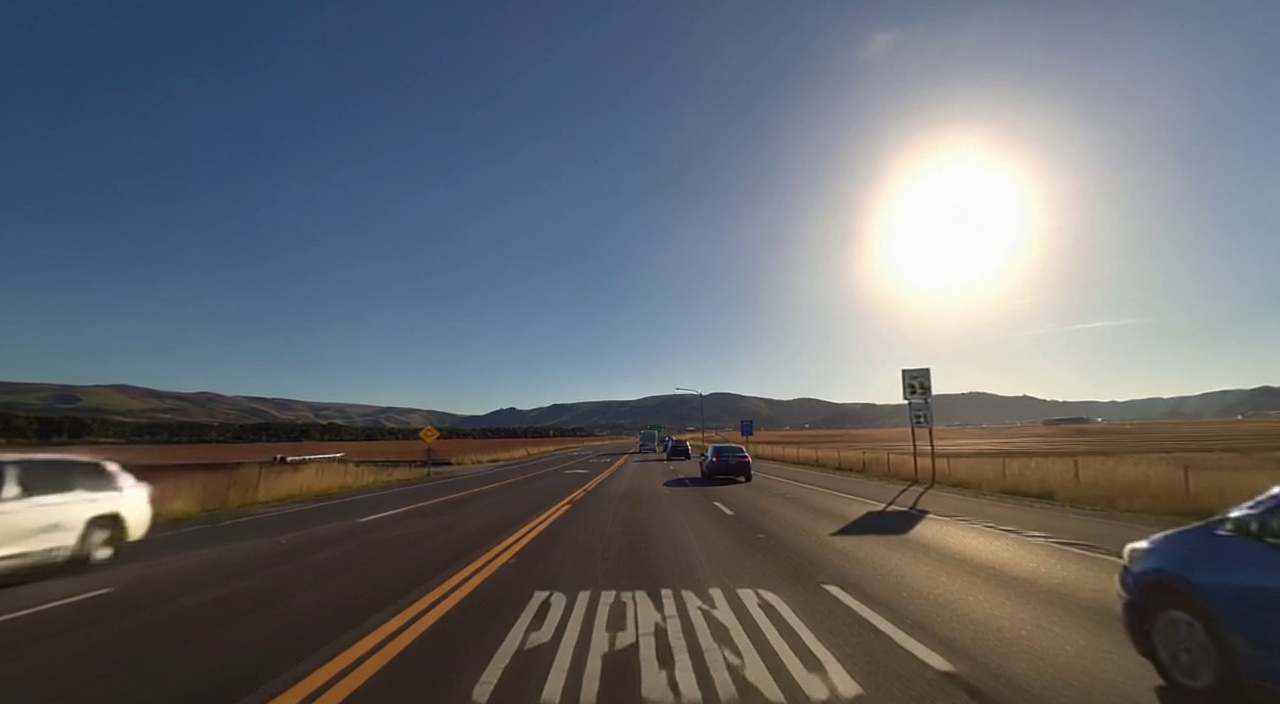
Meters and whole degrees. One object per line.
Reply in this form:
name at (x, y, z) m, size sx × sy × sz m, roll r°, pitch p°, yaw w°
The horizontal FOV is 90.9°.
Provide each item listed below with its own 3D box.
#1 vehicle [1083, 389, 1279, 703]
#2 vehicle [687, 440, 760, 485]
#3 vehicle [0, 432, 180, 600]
vehicle at (3.636, 0.789, 1.675) m, size 2.007 × 1.534 × 3.976 m, roll 0°, pitch -8°, yaw 0°
vehicle at (3.052, 4.151, 24.074) m, size 2.026 × 1.531 × 4.273 m, roll 0°, pitch -8°, yaw -2°
vehicle at (-7.836, 1.739, 6.666) m, size 2.168 × 1.748 × 4.811 m, roll -1°, pitch -8°, yaw 2°
